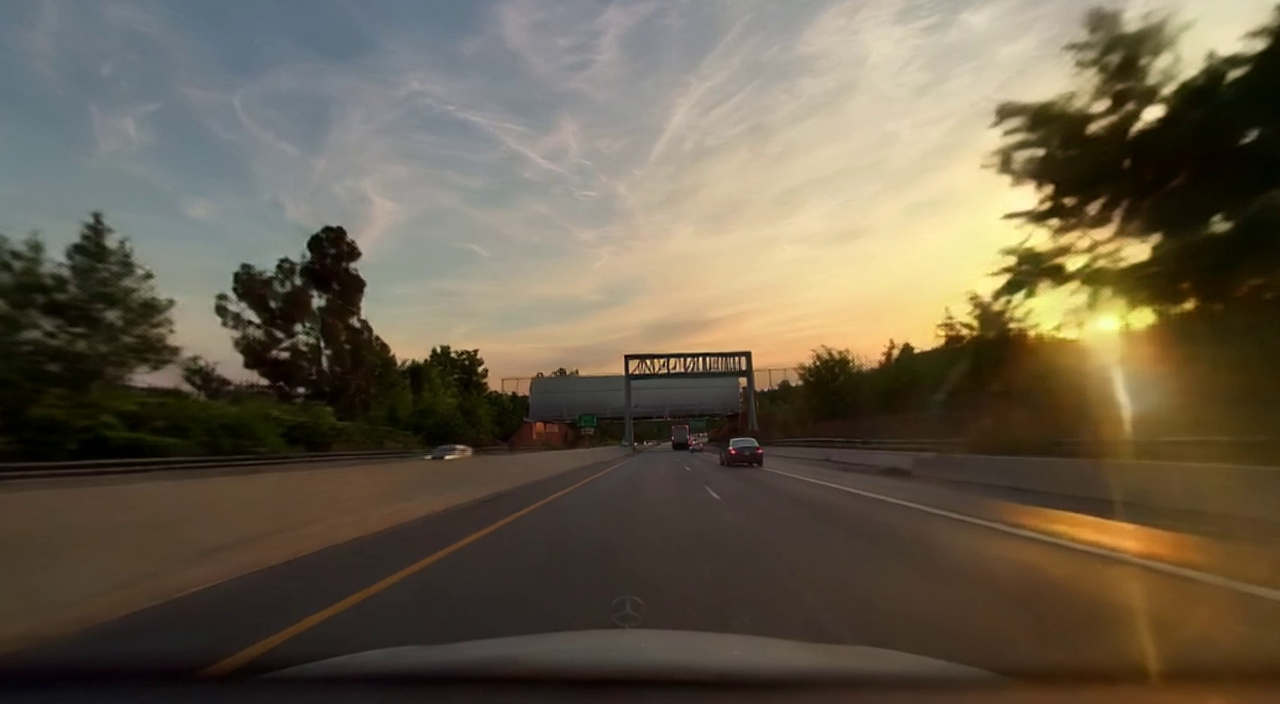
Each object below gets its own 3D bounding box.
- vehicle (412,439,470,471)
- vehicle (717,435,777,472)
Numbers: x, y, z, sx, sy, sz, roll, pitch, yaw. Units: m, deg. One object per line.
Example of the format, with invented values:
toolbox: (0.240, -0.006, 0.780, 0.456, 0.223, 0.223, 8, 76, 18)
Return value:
vehicle: (-11.960, 6.202, 38.091, 1.972, 1.787, 4.260, -1, -8, 1)
vehicle: (4.719, 4.537, 28.339, 1.954, 1.550, 4.140, 0, -8, 0)
